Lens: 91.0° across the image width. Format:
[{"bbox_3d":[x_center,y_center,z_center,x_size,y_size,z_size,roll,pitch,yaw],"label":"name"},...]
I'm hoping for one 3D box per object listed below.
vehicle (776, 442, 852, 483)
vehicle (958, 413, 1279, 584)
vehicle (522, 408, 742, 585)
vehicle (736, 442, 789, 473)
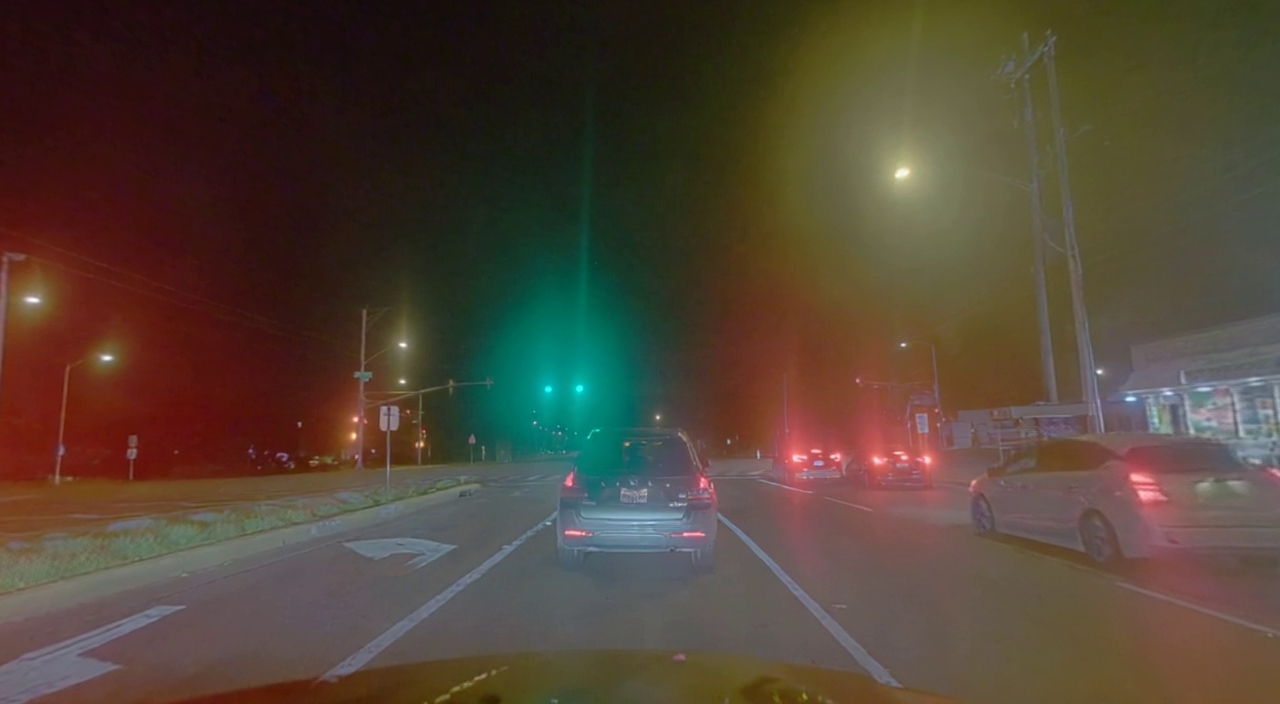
[{"bbox_3d":[6.854,4.386,25.300,1.833,1.452,4.237,0,-9,0],"label":"vehicle"},{"bbox_3d":[6.503,1.774,8.499,2.072,1.652,4.611,0,-9,1],"label":"vehicle"},{"bbox_3d":[-0.063,1.694,8.115,2.115,1.700,3.901,0,-9,1],"label":"vehicle"},{"bbox_3d":[6.259,5.453,32.633,1.961,1.477,4.454,0,-9,2],"label":"vehicle"}]
